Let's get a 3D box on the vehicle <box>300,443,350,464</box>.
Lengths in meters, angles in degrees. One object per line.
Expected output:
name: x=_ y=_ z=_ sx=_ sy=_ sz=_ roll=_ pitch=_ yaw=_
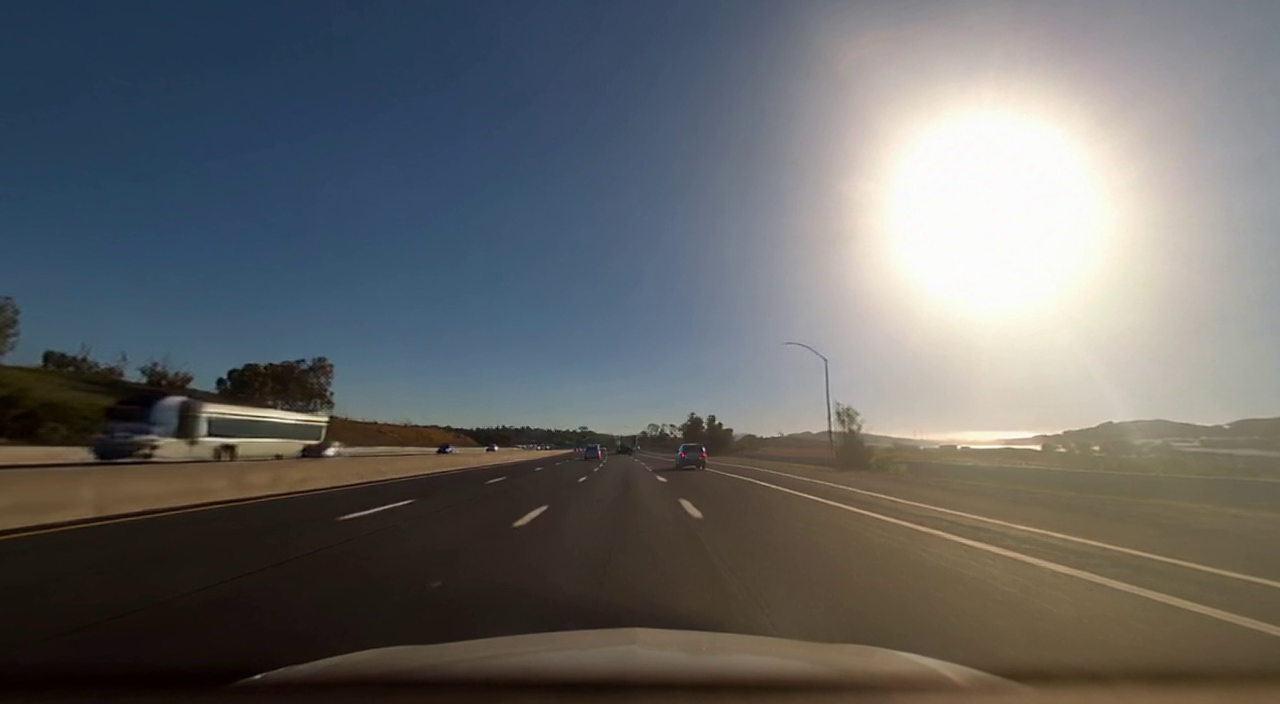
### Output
vehicle: x=-23.883 y=7.719 z=47.652 sx=1.698 sy=1.472 sz=4.001 roll=0 pitch=-9 yaw=-1

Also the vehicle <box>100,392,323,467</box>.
vehicle: x=-27.649 y=5.563 z=42.723 sx=3.529 sy=4.078 sz=17.308 roll=0 pitch=-9 yaw=-2

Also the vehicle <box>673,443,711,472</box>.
vehicle: x=3.038 y=6.228 z=37.196 sx=1.895 sy=1.555 sz=4.030 roll=0 pitch=-9 yaw=0
